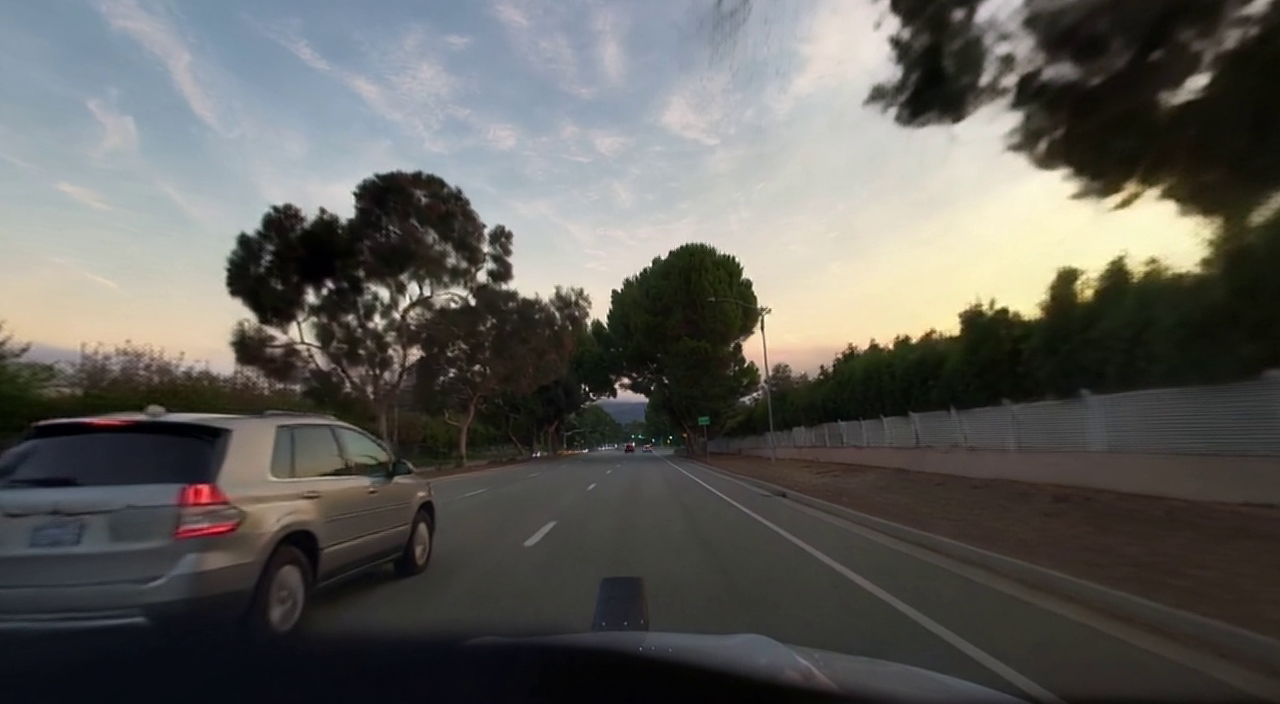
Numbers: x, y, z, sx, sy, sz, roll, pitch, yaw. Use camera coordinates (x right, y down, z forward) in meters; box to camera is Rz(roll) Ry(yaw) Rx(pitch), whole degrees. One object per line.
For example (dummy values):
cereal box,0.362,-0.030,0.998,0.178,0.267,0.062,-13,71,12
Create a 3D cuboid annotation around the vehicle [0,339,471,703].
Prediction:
vehicle,-3.168,1.198,5.231,2.160,1.855,4.695,0,-8,1
